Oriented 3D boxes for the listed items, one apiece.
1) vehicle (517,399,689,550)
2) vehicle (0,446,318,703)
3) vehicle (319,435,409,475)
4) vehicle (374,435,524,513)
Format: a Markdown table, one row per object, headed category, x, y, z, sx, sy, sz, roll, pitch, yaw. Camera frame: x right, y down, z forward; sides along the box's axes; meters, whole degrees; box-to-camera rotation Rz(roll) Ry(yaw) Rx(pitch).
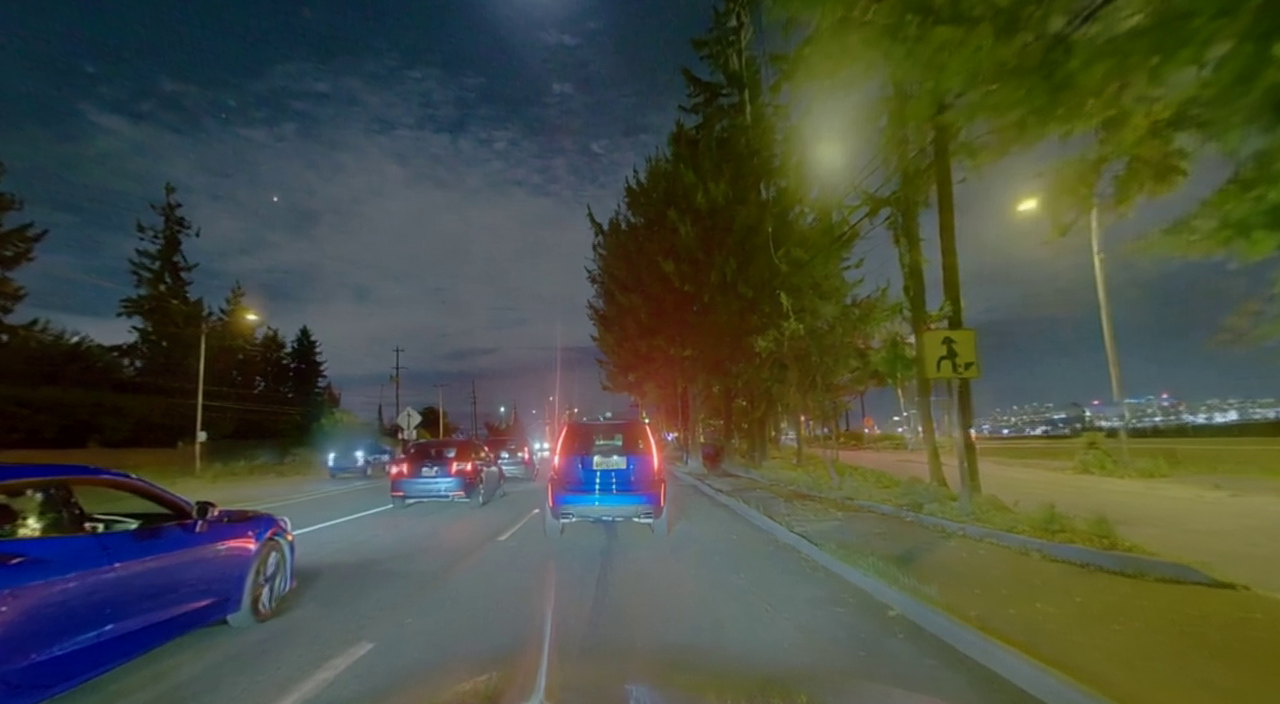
| category | x | y | z | sx | sy | sz | roll | pitch | yaw |
| --- | --- | --- | --- | --- | --- | --- | --- | --- | --- |
| vehicle | -0.469 | 1.730 | 9.467 | 2.012 | 1.769 | 3.897 | 0 | -8 | -1 |
| vehicle | -3.753 | 1.149 | 3.232 | 1.865 | 1.314 | 4.461 | 0 | -8 | 0 |
| vehicle | -15.118 | 5.657 | 35.097 | 2.241 | 2.019 | 5.832 | 0 | -8 | 1 |
| vehicle | -4.129 | 2.705 | 14.552 | 2.087 | 1.485 | 4.452 | 0 | -8 | 0 |
